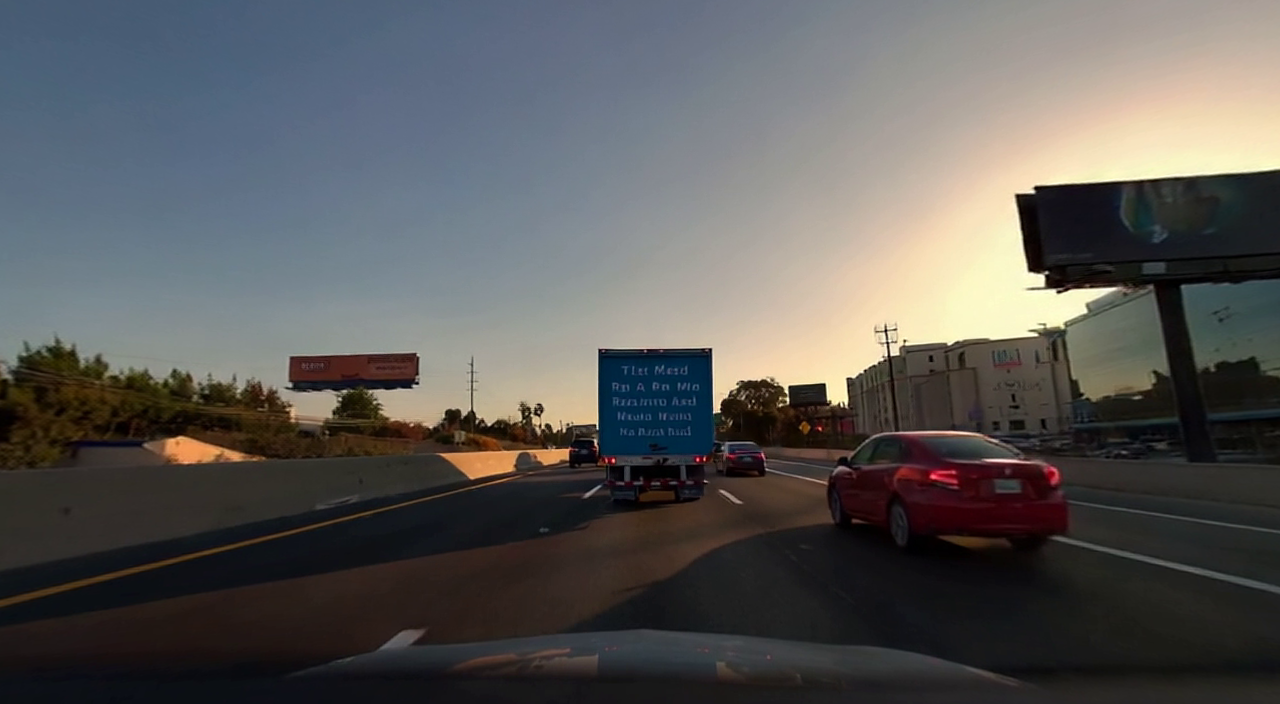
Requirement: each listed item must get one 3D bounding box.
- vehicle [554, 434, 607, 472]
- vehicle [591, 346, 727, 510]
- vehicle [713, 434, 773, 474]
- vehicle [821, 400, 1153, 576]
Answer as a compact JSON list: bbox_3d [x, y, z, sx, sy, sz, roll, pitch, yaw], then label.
[{"bbox_3d":[-2.892,5.029,31.646,2.030,1.757,4.509,-1,-8,3],"label":"vehicle"},{"bbox_3d":[0.442,2.124,17.109,2.733,3.296,8.571,-1,-8,1],"label":"vehicle"},{"bbox_3d":[4.704,4.717,29.443,2.066,1.692,4.339,0,-8,0],"label":"vehicle"},{"bbox_3d":[4.062,1.649,8.456,1.986,1.718,4.296,0,-8,0],"label":"vehicle"}]
